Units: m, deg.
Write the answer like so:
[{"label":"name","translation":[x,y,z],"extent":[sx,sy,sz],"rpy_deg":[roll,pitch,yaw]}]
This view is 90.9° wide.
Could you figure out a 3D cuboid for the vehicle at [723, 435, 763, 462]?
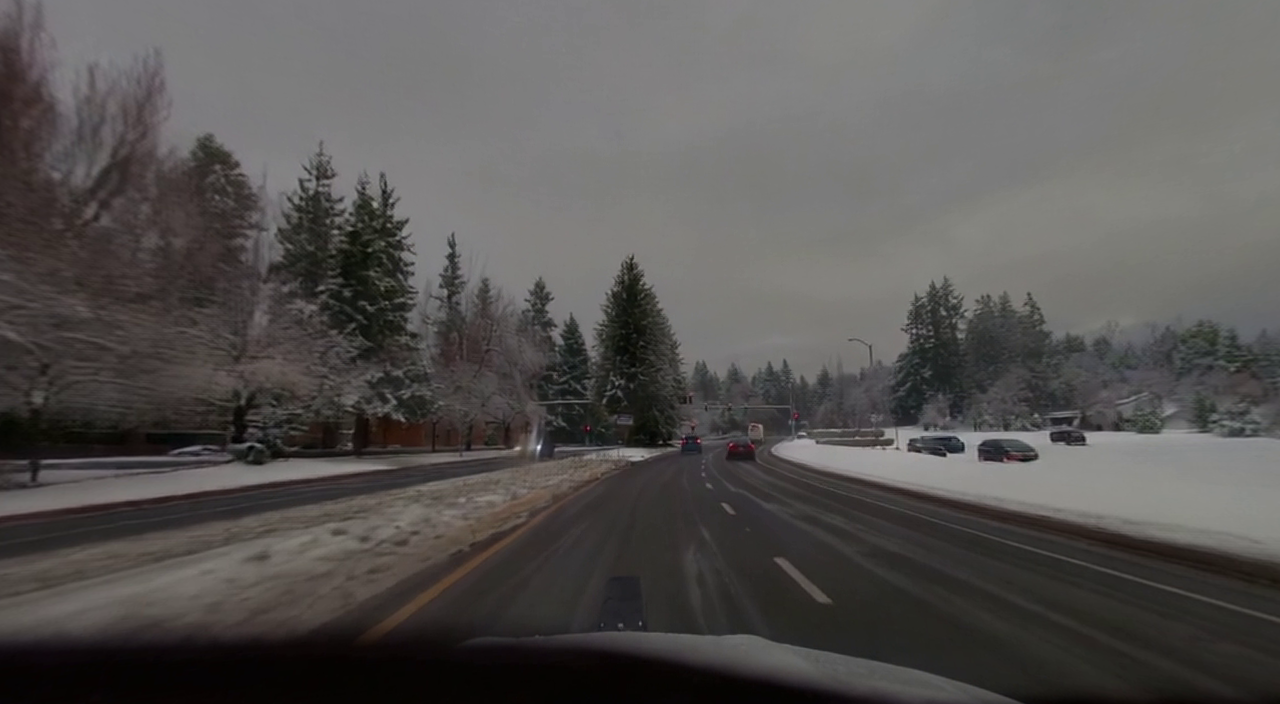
[{"label":"vehicle","translation":[5.975,5.626,36.927],"extent":[1.989,1.497,4.436],"rpy_deg":[-1,-8,5]}]

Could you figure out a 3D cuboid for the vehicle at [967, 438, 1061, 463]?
[{"label":"vehicle","translation":[23.269,6.125,39.390],"extent":[4.322,1.467,2.457],"rpy_deg":[0,-8,-1]}]

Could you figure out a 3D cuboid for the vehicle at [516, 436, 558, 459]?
[{"label":"vehicle","translation":[-8.049,7.520,49.730],"extent":[1.969,1.755,4.518],"rpy_deg":[-1,-8,9]}]
